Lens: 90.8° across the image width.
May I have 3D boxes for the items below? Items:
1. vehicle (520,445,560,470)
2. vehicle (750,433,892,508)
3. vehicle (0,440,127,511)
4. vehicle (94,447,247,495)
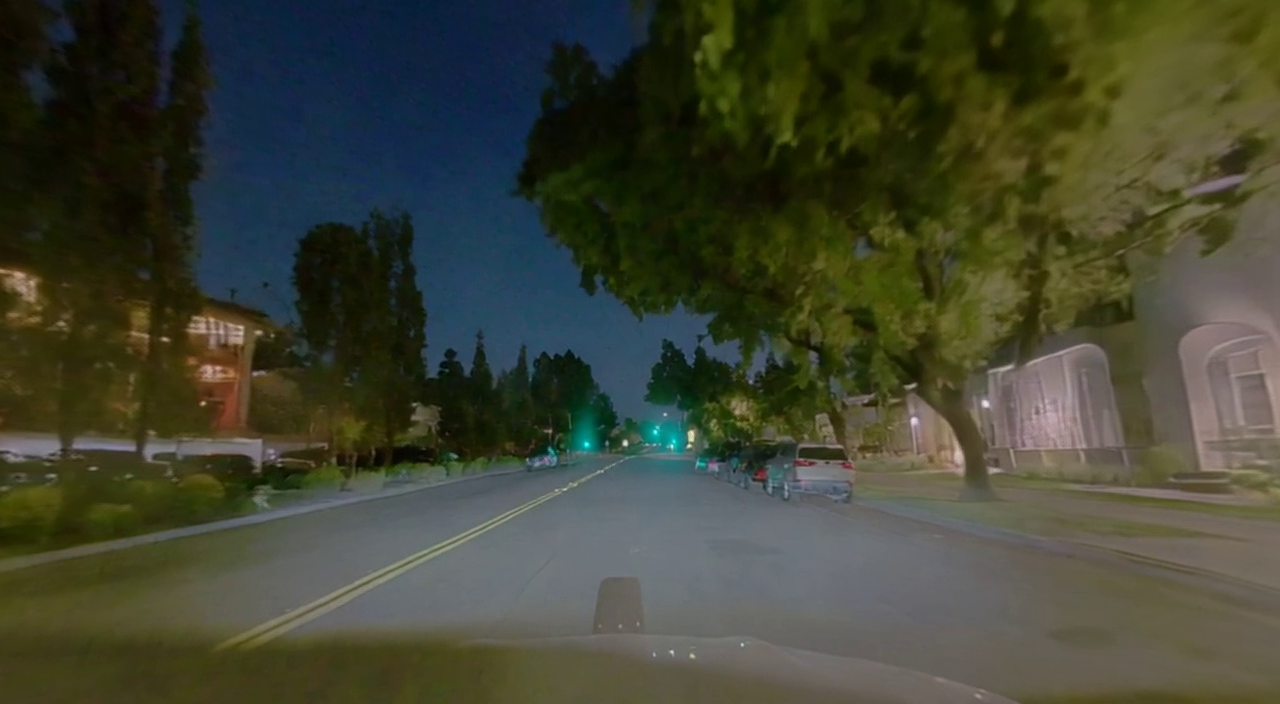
[{"bbox_3d":[-6.557,6.924,41.859,1.928,1.537,4.439,0,-8,0],"label":"vehicle"},{"bbox_3d":[4.237,2.857,15.823,1.952,1.538,5.215,0,-8,-1],"label":"vehicle"},{"bbox_3d":[-15.643,3.042,15.984,4.579,1.573,2.001,-4,-9,21],"label":"vehicle"},{"bbox_3d":[-15.713,3.936,21.200,4.181,1.467,1.851,-3,-9,16],"label":"vehicle"}]
